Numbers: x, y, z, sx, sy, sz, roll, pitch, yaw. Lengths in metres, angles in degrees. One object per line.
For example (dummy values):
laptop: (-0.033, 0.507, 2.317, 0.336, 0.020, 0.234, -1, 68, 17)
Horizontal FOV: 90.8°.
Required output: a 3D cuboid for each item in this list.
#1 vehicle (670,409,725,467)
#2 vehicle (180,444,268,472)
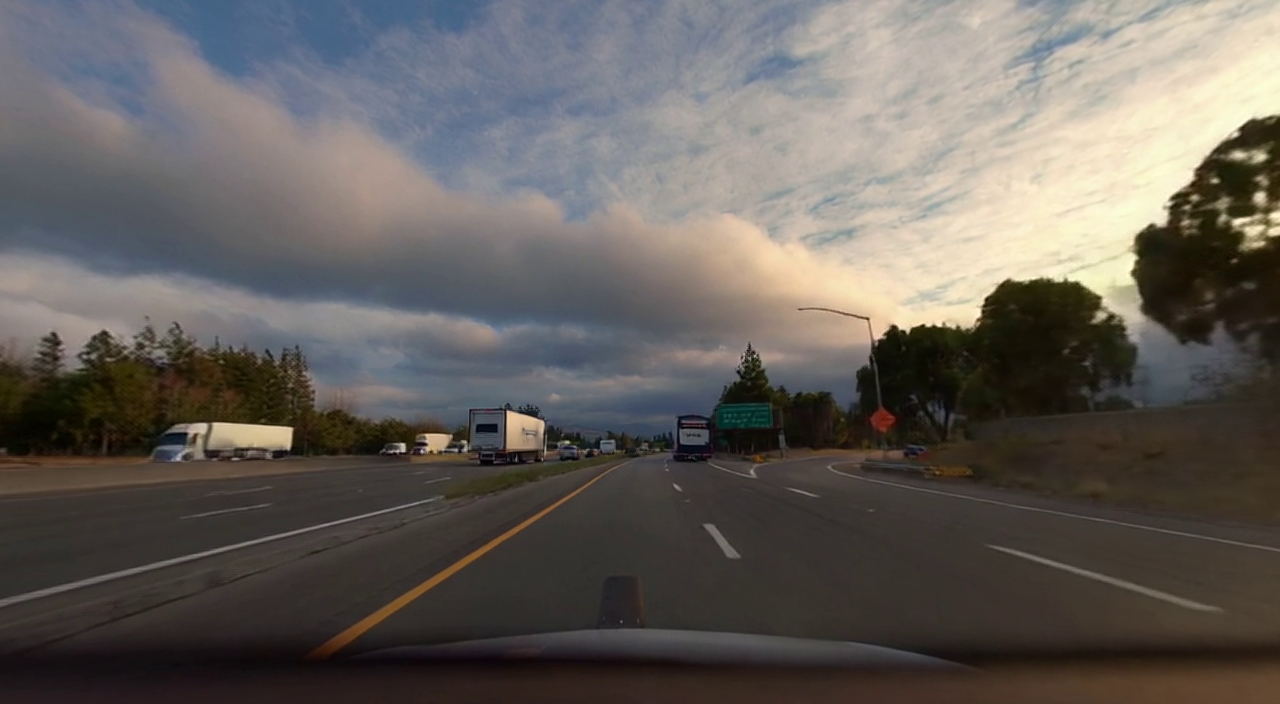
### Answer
vehicle: (3.960, 6.501, 46.753, 2.928, 3.595, 13.975, 0, -9, 1)
vehicle: (-23.734, 6.056, 36.239, 1.846, 1.509, 4.493, -1, -9, 2)
